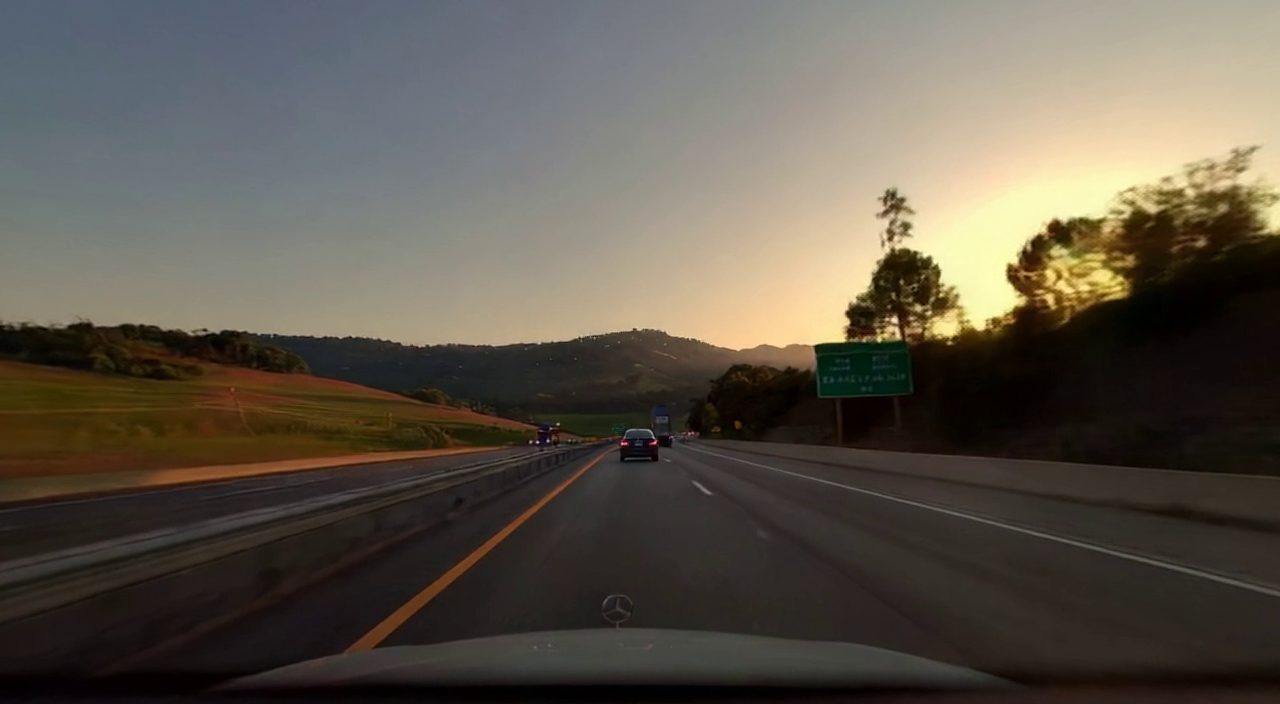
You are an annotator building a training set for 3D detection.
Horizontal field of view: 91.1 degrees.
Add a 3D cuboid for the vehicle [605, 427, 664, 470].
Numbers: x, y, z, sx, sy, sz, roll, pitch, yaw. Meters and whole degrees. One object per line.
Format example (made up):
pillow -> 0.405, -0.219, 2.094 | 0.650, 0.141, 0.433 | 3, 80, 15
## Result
vehicle -> -0.238, 3.925, 25.861 | 2.216, 1.623, 4.220 | 0, -8, -1
